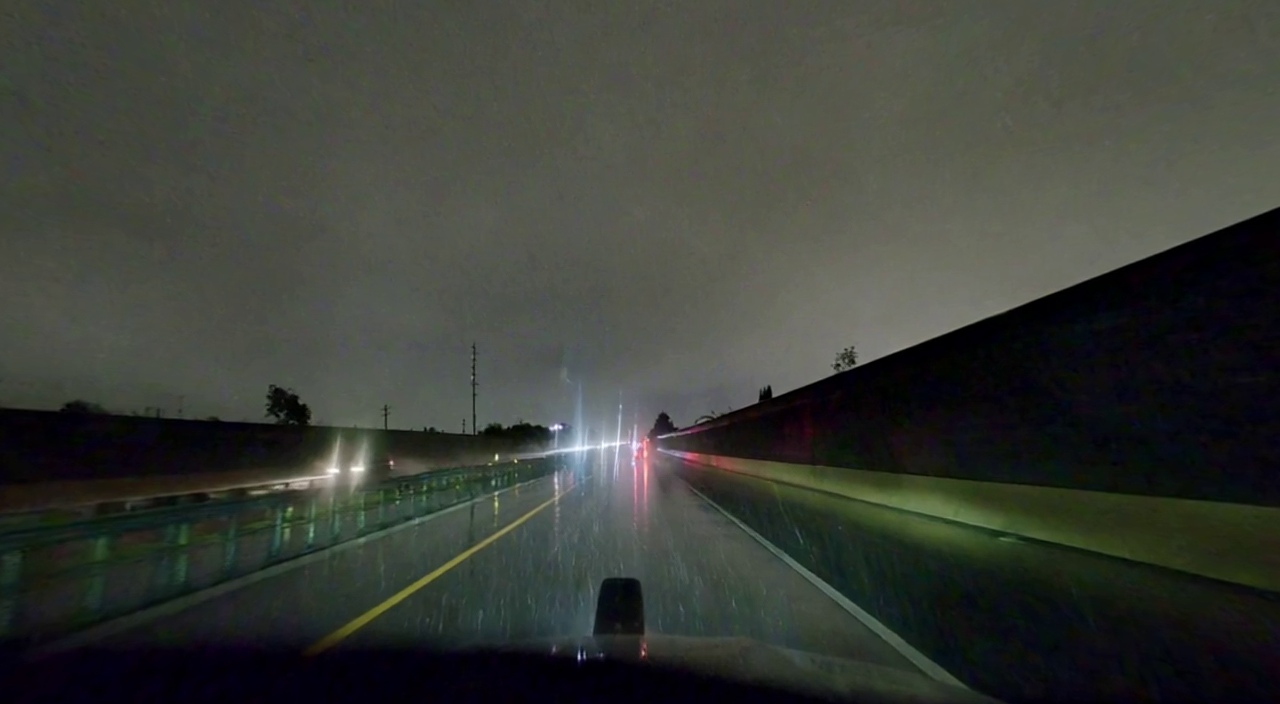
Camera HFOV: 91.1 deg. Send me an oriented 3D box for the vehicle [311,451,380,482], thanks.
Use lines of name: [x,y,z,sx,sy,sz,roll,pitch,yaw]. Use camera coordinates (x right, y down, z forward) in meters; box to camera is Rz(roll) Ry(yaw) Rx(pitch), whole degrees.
vehicle: [-17.739,6.902,38.118,1.954,1.698,4.409,-1,-9,1]
